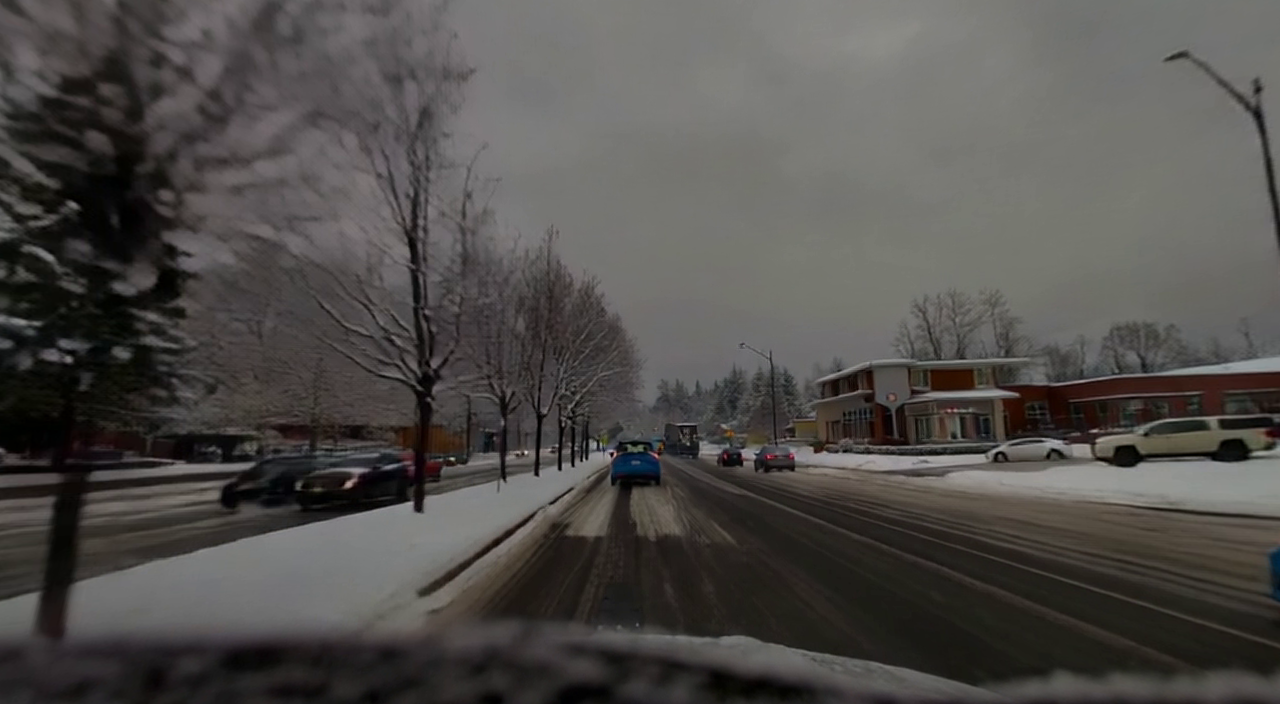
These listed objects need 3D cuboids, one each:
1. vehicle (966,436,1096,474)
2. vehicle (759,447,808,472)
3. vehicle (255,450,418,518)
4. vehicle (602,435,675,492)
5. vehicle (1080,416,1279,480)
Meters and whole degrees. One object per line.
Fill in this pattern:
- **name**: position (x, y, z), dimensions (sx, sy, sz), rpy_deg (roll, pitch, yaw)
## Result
- **vehicle**: position (19.485, 5.133, 31.634), dimensions (4.932, 1.514, 2.327), rpy_deg (-3, -8, -5)
- **vehicle**: position (9.127, 6.870, 40.557), dimensions (2.045, 1.484, 4.342), rpy_deg (0, -9, -2)
- **vehicle**: position (-7.750, 3.368, 16.777), dimensions (1.948, 1.508, 4.749), rpy_deg (0, -9, 0)
- **vehicle**: position (-0.083, 3.809, 21.934), dimensions (2.266, 1.762, 4.131), rpy_deg (0, -9, -1)
- **vehicle**: position (19.711, 3.461, 22.808), dimensions (5.677, 2.171, 2.393), rpy_deg (0, -9, 4)
